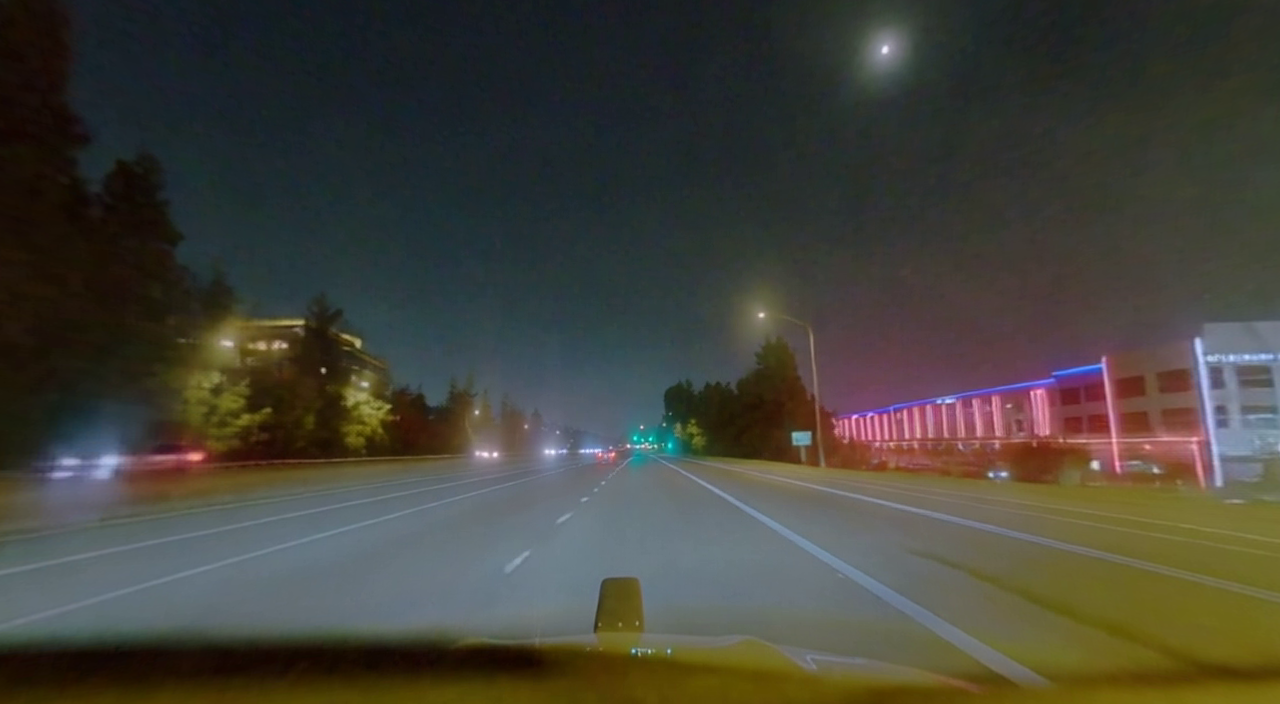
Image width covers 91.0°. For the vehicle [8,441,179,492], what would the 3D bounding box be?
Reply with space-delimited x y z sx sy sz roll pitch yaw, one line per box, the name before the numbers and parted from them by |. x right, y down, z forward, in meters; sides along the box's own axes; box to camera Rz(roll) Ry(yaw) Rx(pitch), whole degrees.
vehicle | -23.710 4.965 27.784 2.317 1.961 5.761 0 -9 0
